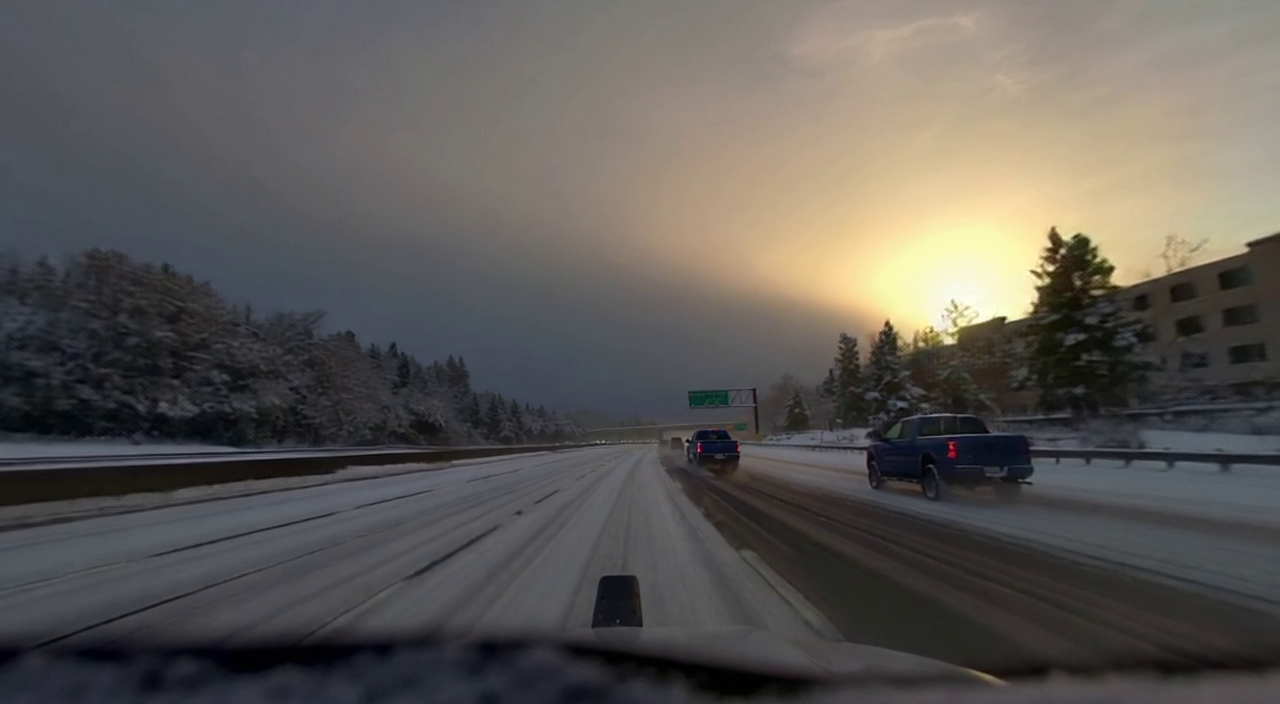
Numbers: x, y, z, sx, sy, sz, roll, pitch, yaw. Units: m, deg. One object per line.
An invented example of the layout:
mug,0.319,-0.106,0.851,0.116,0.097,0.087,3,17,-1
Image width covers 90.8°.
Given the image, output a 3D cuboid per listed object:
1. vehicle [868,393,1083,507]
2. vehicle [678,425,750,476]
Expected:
vehicle,7.698,2.358,15.377,2.158,2.268,5.396,0,-9,-1
vehicle,3.086,4.279,27.614,2.462,1.984,4.718,0,-9,-2
